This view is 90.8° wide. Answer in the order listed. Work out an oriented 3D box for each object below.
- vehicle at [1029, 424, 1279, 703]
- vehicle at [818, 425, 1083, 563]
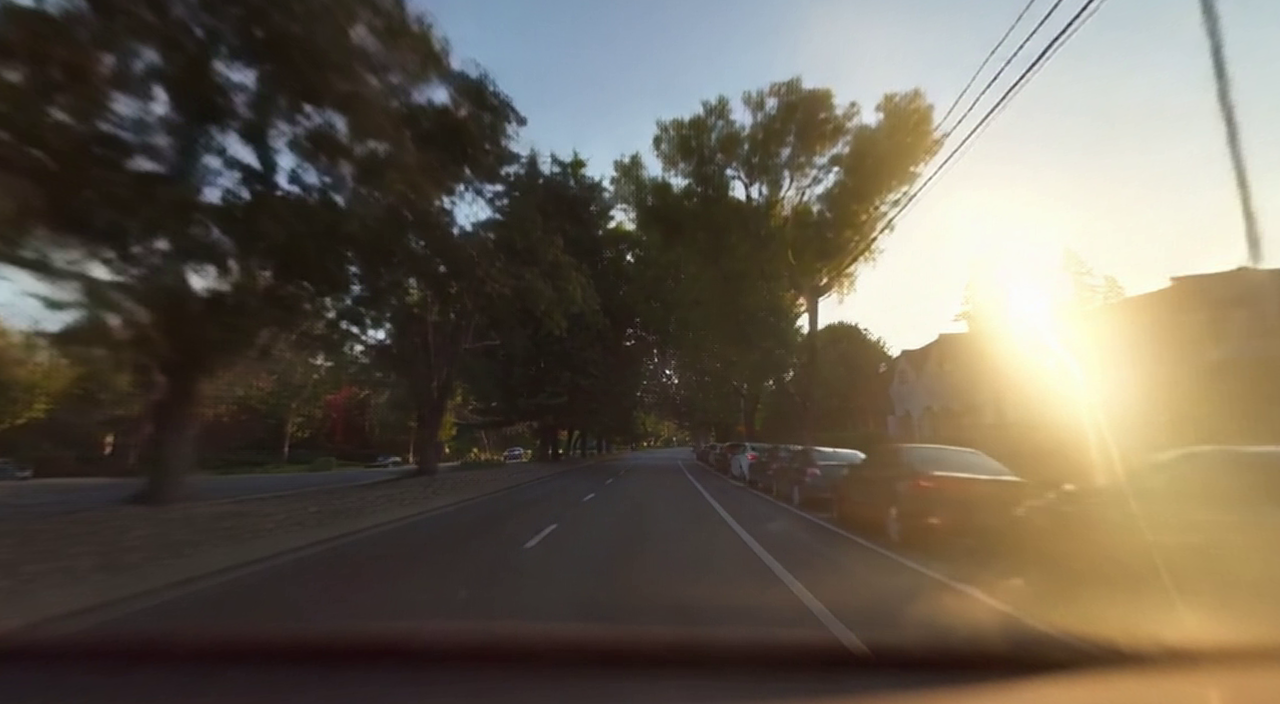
[{"bbox_3d":[4.164,1.074,2.867,1.930,1.490,4.604,0,-9,1],"label":"vehicle"},{"bbox_3d":[4.125,1.941,9.382,1.825,1.525,4.417,0,-9,2],"label":"vehicle"}]
